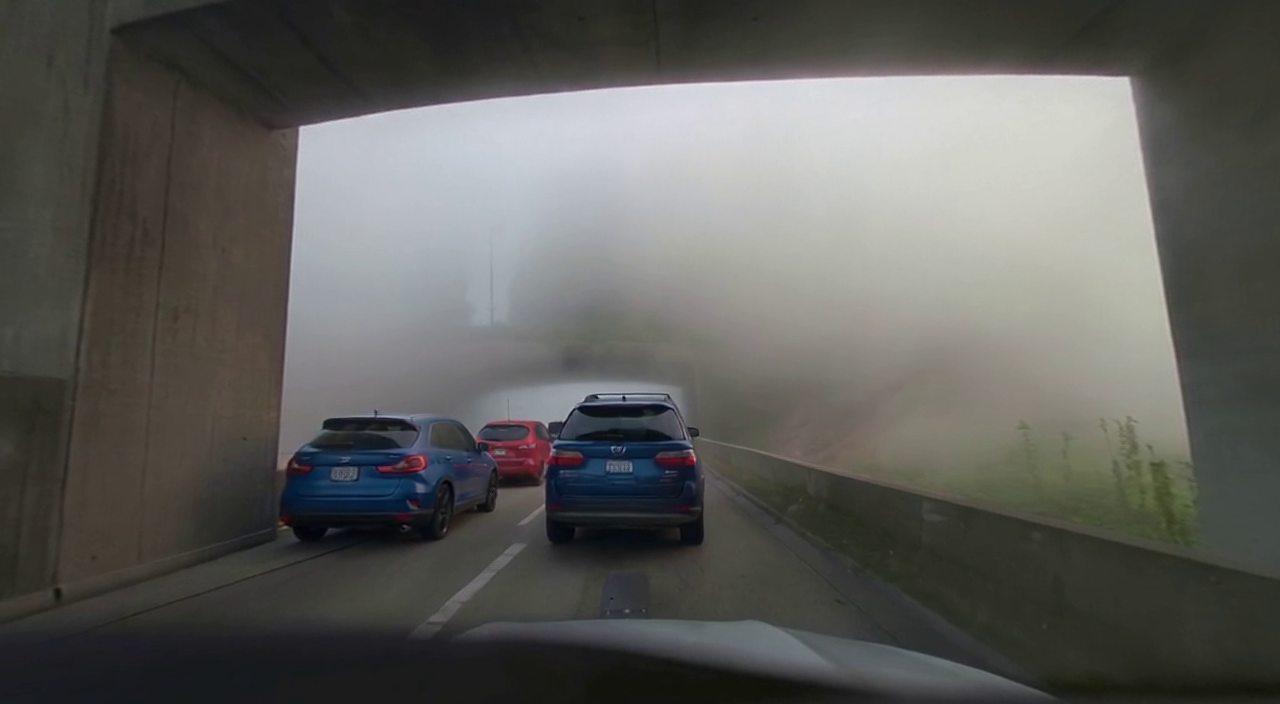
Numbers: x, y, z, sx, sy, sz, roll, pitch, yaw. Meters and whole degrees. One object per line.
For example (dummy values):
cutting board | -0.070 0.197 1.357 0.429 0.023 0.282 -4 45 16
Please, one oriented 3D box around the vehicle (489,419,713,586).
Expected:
vehicle | -0.267 1.661 7.789 2.020 1.478 4.092 -1 -8 3

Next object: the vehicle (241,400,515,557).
vehicle | -3.438 1.776 9.489 2.017 1.761 4.572 -1 -8 2
